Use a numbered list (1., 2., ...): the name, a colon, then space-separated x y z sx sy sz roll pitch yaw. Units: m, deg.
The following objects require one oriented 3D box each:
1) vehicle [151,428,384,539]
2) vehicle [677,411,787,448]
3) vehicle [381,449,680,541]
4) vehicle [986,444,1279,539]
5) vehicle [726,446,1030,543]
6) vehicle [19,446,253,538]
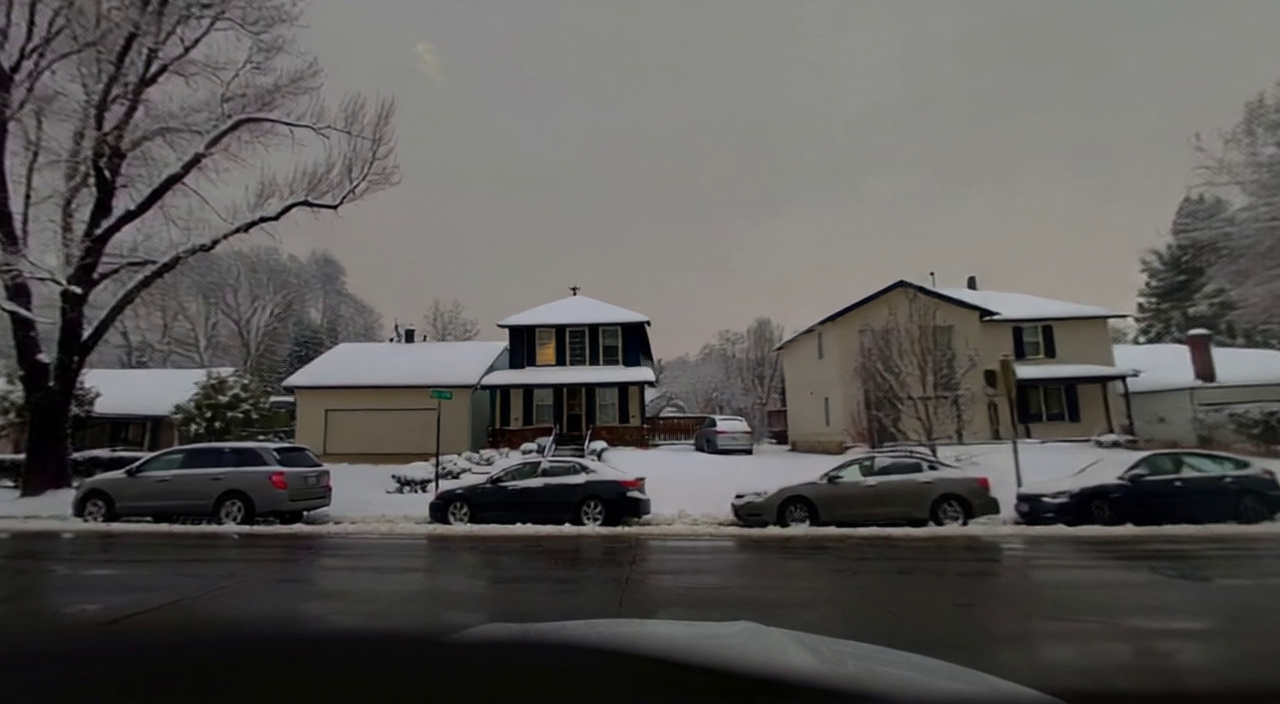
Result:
1. vehicle: -7.729 2.705 13.782 2.046 1.969 4.585 -1 -8 4
2. vehicle: 3.967 3.413 27.601 4.565 1.479 1.775 1 -8 1
3. vehicle: -1.823 2.556 11.615 5.075 1.436 1.863 0 -8 3
4. vehicle: 9.088 2.420 11.206 4.785 1.471 1.798 1 -8 -1
5. vehicle: 3.943 2.445 11.149 4.663 1.452 1.801 0 -8 4
6. vehicle: -10.713 2.940 13.870 1.827 1.648 4.030 0 -8 -1
